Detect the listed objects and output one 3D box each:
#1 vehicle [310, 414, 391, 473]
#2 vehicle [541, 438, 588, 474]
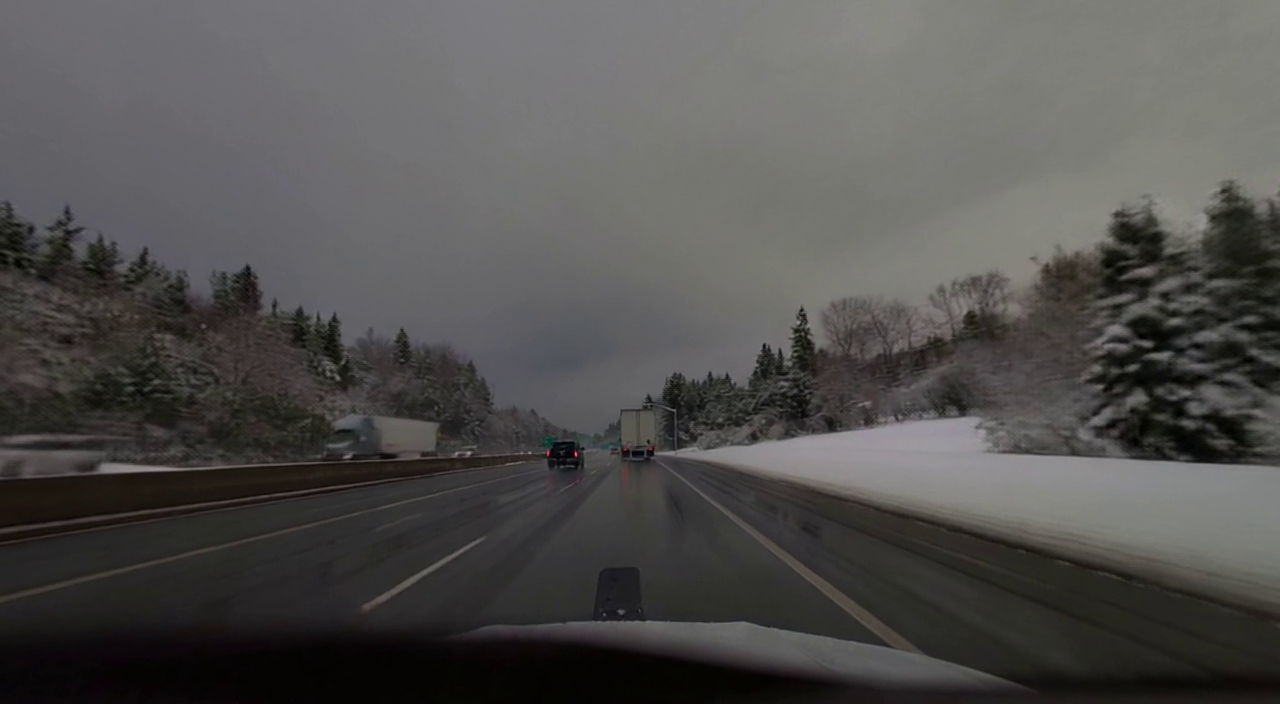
[{"bbox_3d":[-20.850,6.668,45.865,3.033,3.995,5.883,0,-9,-1],"label":"vehicle"},{"bbox_3d":[-4.183,5.839,35.574,2.139,1.925,4.312,0,-9,-1],"label":"vehicle"}]
